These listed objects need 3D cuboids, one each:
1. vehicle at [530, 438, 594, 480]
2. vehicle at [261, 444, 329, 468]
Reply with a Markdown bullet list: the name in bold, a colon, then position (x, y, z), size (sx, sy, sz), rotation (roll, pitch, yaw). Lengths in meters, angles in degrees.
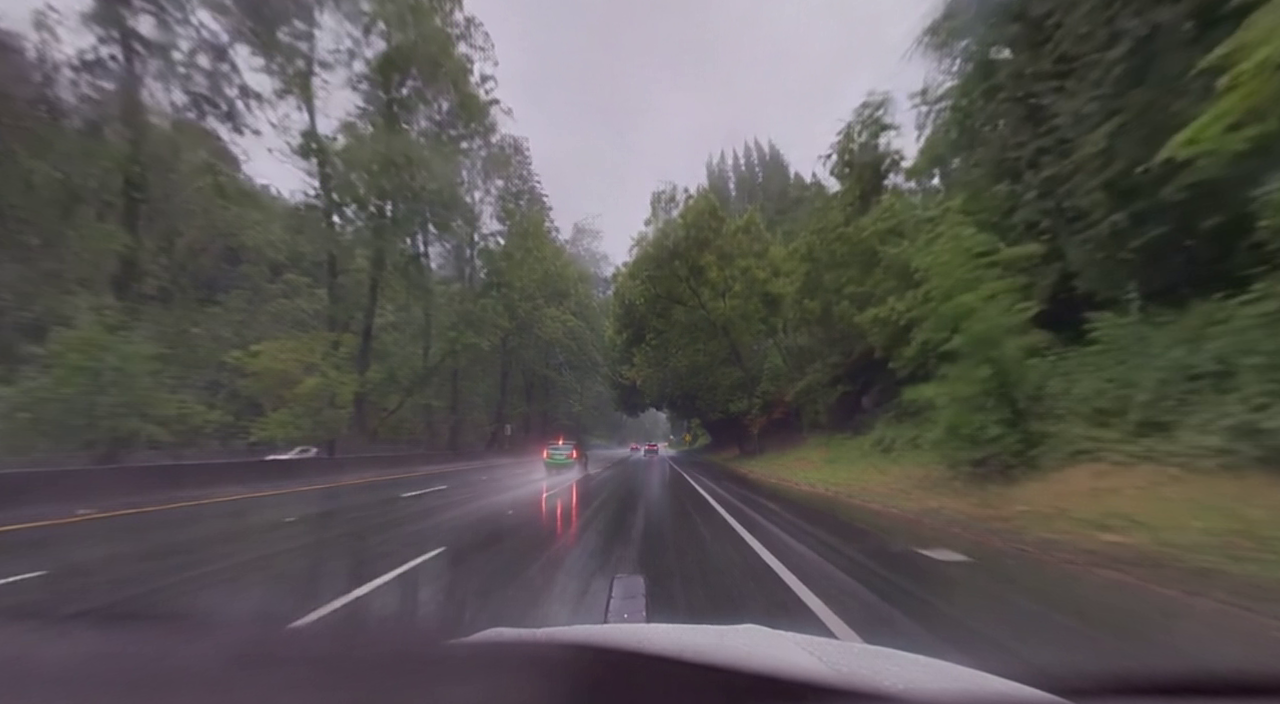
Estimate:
- **vehicle**: position (-3.061, 4.296, 25.617), size (2.015, 1.561, 4.469), rotation (0, -8, 0)
- **vehicle**: position (-22.281, 6.708, 40.828), size (1.791, 1.462, 4.451), rotation (0, -8, 2)
